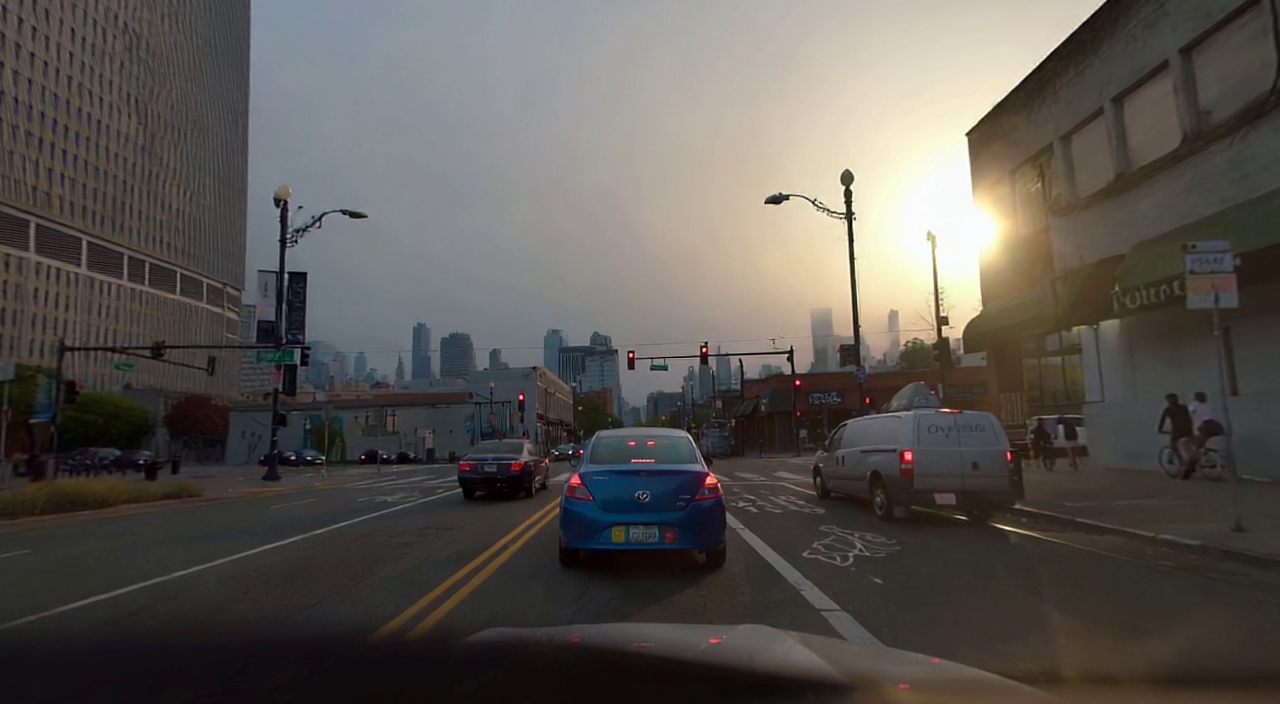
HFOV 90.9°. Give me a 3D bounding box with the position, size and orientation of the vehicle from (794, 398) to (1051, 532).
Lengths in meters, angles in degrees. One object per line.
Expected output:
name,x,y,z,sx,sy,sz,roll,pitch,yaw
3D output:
vehicle,4.500,1.915,11.141,2.142,1.829,4.767,0,-9,-2

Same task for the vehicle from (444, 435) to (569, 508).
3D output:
vehicle,-2.975,2.787,15.172,2.039,1.452,4.489,0,-9,0

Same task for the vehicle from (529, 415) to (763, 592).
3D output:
vehicle,0.035,1.658,7.718,2.091,1.557,4.000,0,-9,0
